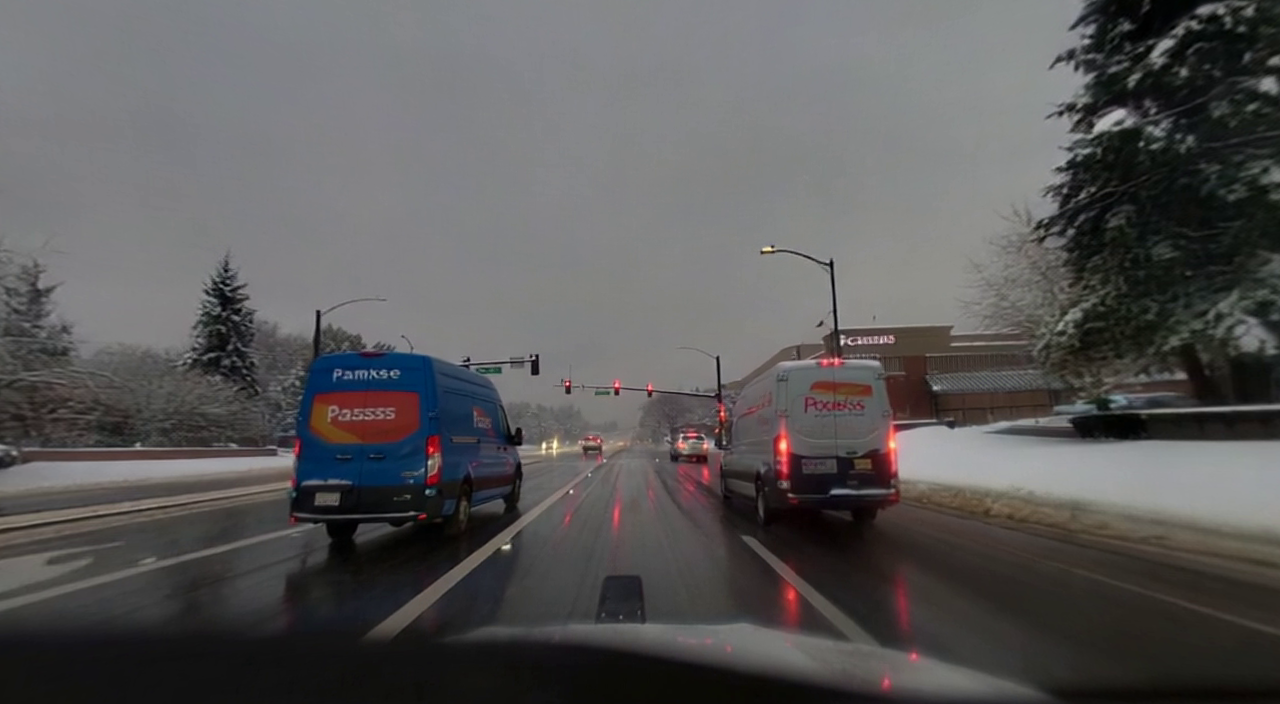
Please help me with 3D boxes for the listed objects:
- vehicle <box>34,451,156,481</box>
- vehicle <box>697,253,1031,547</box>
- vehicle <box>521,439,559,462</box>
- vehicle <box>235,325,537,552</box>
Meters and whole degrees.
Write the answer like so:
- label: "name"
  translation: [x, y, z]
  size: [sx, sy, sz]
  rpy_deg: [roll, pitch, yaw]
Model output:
- label: "vehicle"
  translation: [-31.337, 6.557, 36.568]
  size: [4.955, 1.514, 1.973]
  rpy_deg: [4, -9, -29]
- label: "vehicle"
  translation: [3.067, 1.252, 12.469]
  size: [2.861, 3.525, 9.858]
  rpy_deg: [0, -9, -1]
- label: "vehicle"
  translation: [-6.748, 6.723, 43.068]
  size: [1.958, 1.491, 4.155]
  rpy_deg: [0, -9, 0]
- label: "vehicle"
  translation: [-3.645, 1.529, 11.069]
  size: [2.443, 2.784, 6.493]
  rpy_deg: [0, -9, 1]
